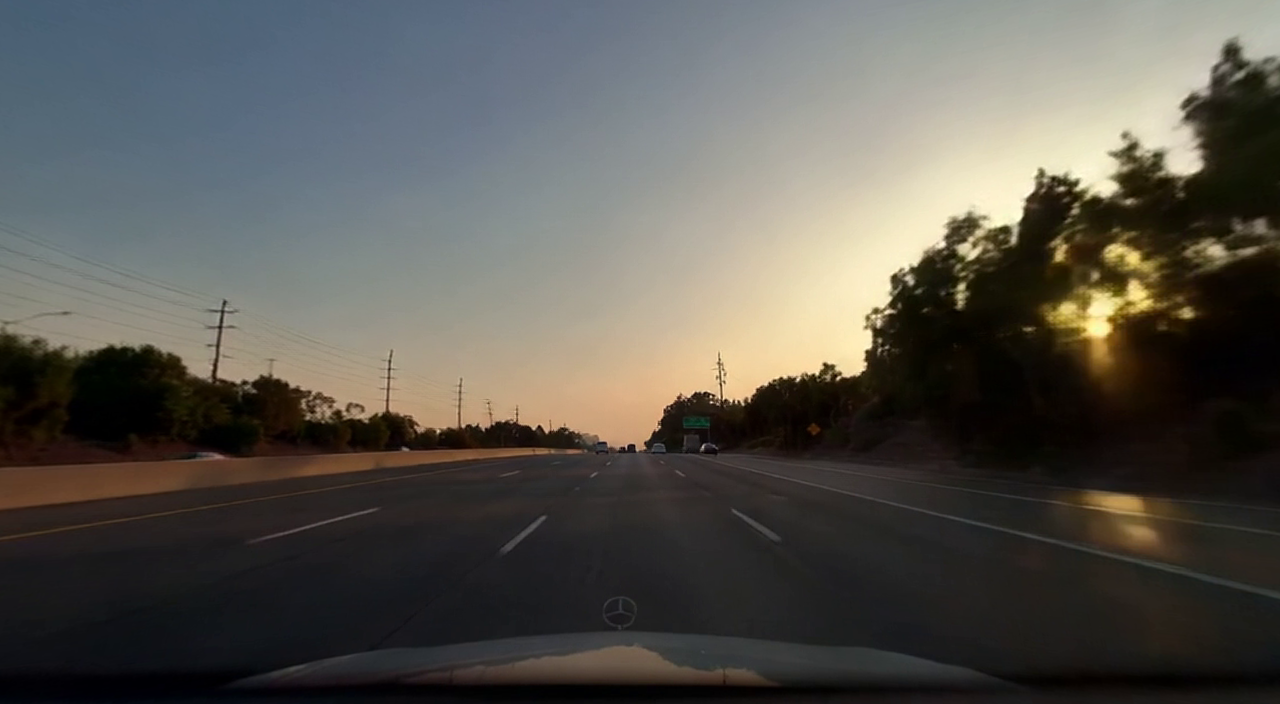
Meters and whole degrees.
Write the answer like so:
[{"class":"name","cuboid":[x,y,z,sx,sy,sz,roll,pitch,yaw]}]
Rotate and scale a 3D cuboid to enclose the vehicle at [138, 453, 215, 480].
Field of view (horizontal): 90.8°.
[{"class":"vehicle","cuboid":[-28.420,7.025,38.911,1.755,1.484,3.979,0,-9,-1]}]
